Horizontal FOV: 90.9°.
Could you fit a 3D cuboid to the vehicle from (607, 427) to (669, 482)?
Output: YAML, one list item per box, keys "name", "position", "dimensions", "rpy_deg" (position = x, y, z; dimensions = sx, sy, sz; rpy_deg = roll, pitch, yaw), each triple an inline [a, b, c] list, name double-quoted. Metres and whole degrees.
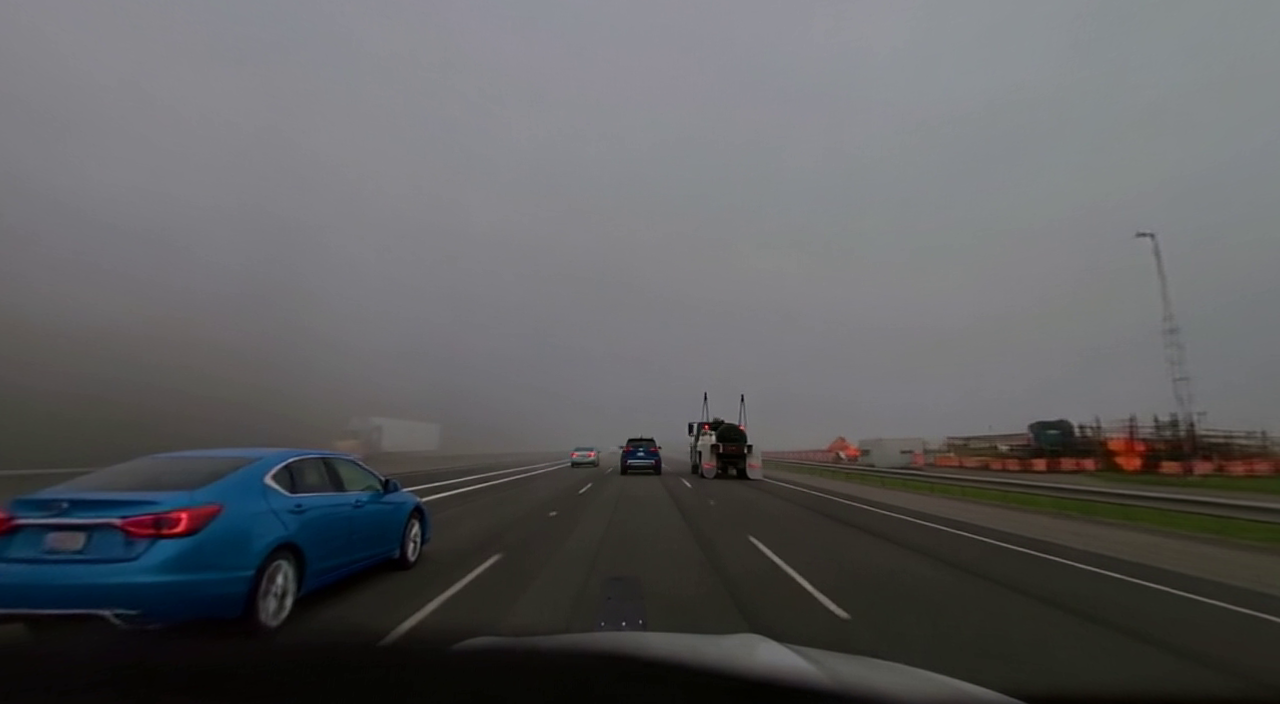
- name: "vehicle"
  position: [-0.057, 4.131, 25.657]
  dimensions: [2.308, 1.993, 4.631]
  rpy_deg: [0, -8, 1]

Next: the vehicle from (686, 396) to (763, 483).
- name: "vehicle"
  position: [4.069, 4.570, 32.759]
  dimensions: [2.793, 3.828, 9.580]
  rpy_deg: [0, -8, 1]

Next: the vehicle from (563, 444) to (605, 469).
- name: "vehicle"
  position: [-3.396, 6.409, 38.880]
  dimensions: [2.096, 1.469, 4.319]
  rpy_deg: [0, -8, 1]
